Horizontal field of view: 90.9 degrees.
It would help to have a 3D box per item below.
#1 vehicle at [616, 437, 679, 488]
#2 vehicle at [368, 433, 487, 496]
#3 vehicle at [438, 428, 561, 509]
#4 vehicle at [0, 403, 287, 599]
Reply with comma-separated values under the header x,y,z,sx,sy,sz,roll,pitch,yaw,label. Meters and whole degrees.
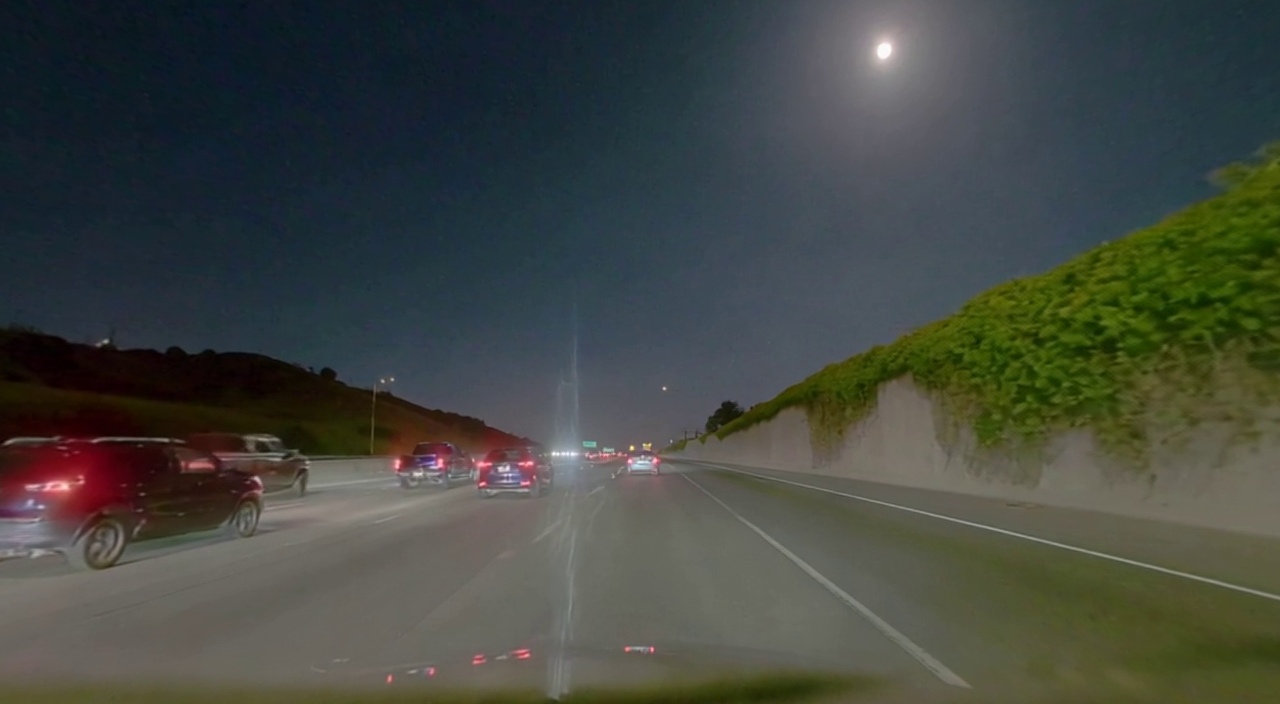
x,y,z,sx,sy,sz,roll,pitch,yaw,label
0.252,4.279,24.795,2.233,1.804,4.273,0,-9,0,vehicle
-6.988,3.747,21.488,2.108,1.856,5.214,0,-9,1,vehicle
-3.448,2.966,16.513,2.093,1.820,4.506,0,-9,1,vehicle
-7.017,1.719,8.064,2.215,1.797,4.666,0,-9,1,vehicle
